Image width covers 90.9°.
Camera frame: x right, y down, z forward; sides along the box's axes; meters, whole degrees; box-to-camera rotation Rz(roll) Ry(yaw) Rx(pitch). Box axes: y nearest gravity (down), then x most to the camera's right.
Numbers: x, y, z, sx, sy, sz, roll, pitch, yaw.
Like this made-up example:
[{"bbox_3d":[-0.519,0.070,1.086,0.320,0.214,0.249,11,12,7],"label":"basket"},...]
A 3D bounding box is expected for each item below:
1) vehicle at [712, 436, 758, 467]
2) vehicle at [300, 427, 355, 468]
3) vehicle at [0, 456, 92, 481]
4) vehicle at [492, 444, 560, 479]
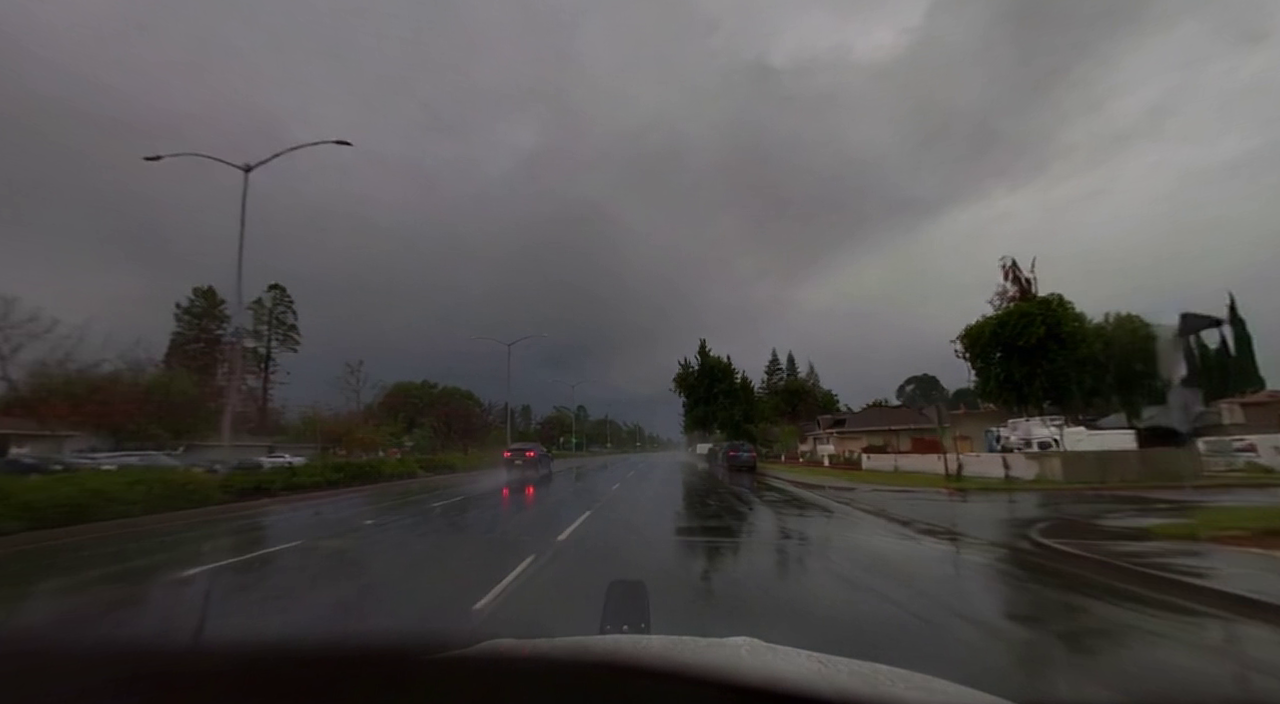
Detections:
[{"bbox_3d":[6.646,7.059,44.961,2.695,2.013,6.661,-1,-8,4],"label":"vehicle"},{"bbox_3d":[-22.503,6.910,45.678,2.421,2.746,5.968,2,-9,-16],"label":"vehicle"},{"bbox_3d":[-36.535,7.040,38.081,4.690,1.435,1.908,2,-10,-8],"label":"vehicle"},{"bbox_3d":[-5.127,4.979,29.081,2.060,1.473,4.645,0,-8,3],"label":"vehicle"}]
